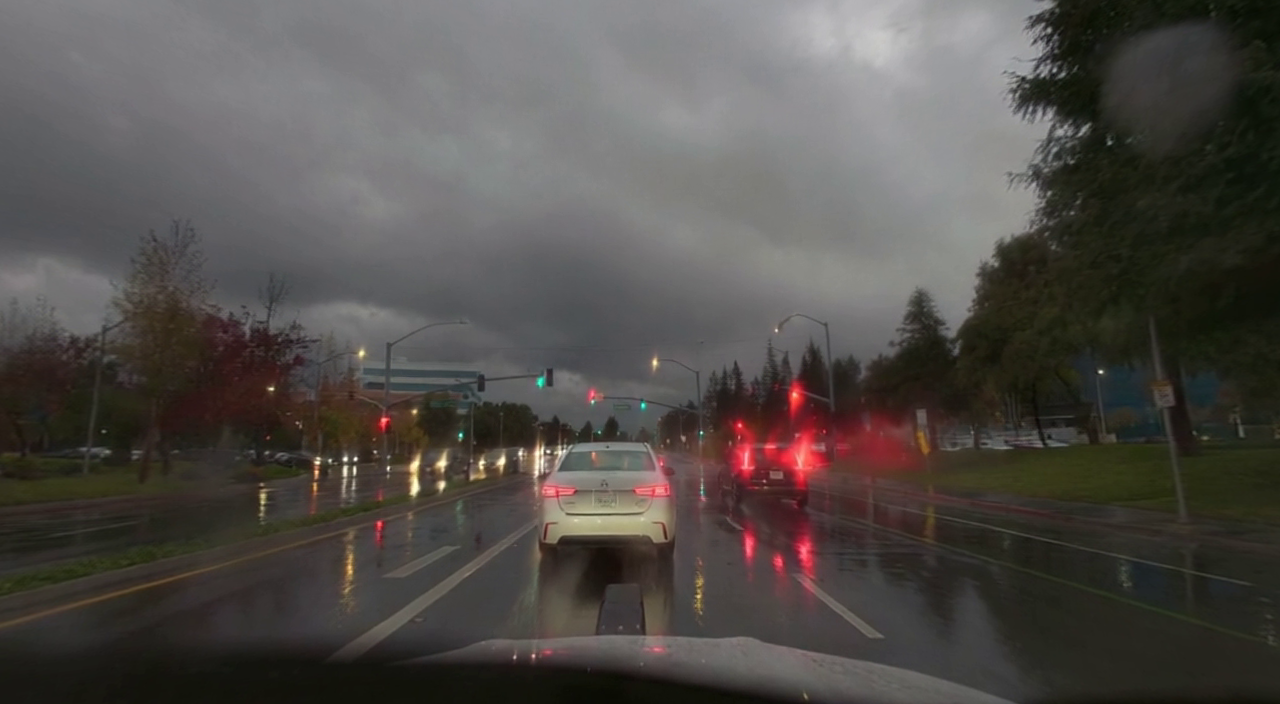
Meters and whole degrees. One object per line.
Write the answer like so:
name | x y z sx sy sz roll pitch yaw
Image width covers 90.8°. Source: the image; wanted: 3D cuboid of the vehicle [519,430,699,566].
vehicle | -0.387 1.903 8.889 2.006 1.487 3.535 0 -9 -1

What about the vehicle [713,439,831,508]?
vehicle | 3.117 2.962 15.882 1.910 1.474 4.263 0 -9 -2

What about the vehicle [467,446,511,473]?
vehicle | -9.087 6.503 38.307 1.824 1.513 4.254 0 -9 -3

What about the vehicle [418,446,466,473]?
vehicle | -13.597 7.392 43.705 1.985 1.689 4.461 0 -9 -2
